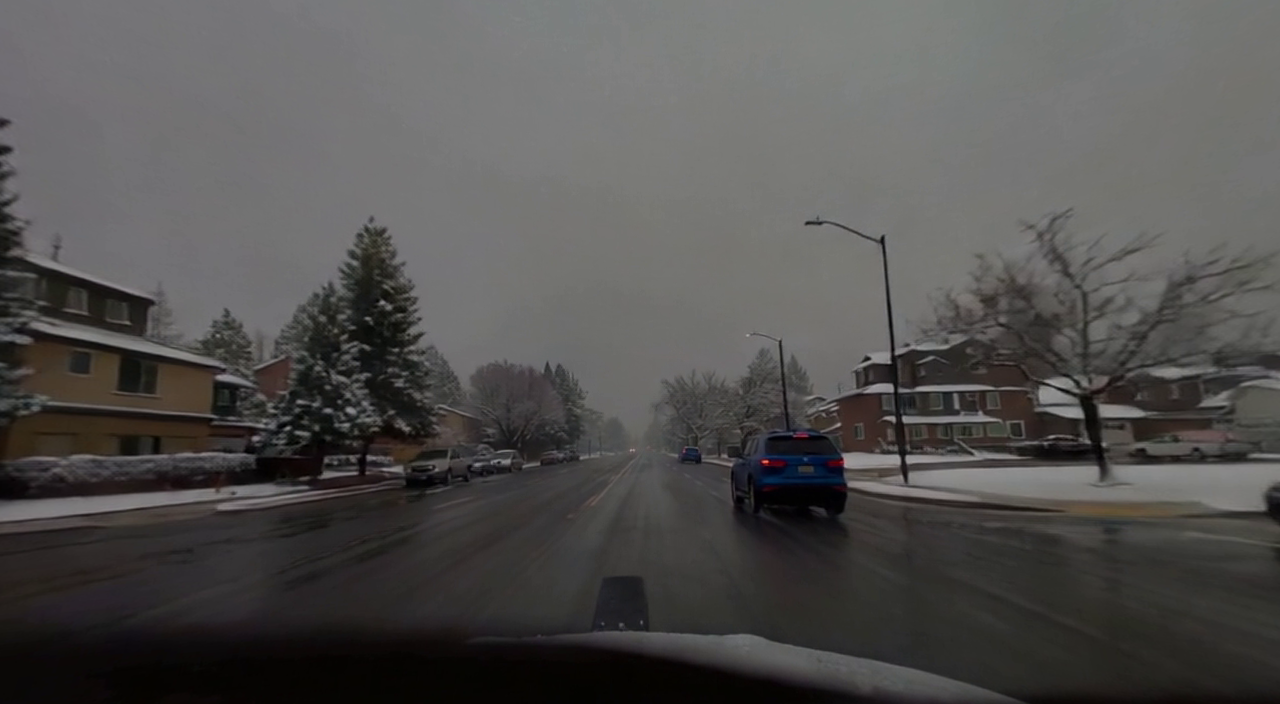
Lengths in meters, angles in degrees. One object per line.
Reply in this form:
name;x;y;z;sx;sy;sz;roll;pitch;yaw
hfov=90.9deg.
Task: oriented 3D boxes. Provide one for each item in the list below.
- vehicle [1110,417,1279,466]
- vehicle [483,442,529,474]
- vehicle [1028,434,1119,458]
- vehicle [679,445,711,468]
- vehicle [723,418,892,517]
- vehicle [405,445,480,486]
vehicle;27.196;4.391;30.925;6.155;1.968;2.431;-3;-9;0
vehicle;-10.118;8.069;48.041;2.254;2.127;5.697;-2;-9;0
vehicle;28.530;6.186;41.568;4.578;1.511;1.857;0;-9;0
vehicle;3.740;7.223;43.569;1.956;1.492;4.425;0;-9;1
vehicle;3.619;2.676;15.156;2.497;1.889;5.833;0;-9;1
vehicle;-10.359;5.990;33.638;2.261;1.851;5.724;-4;-9;-1
